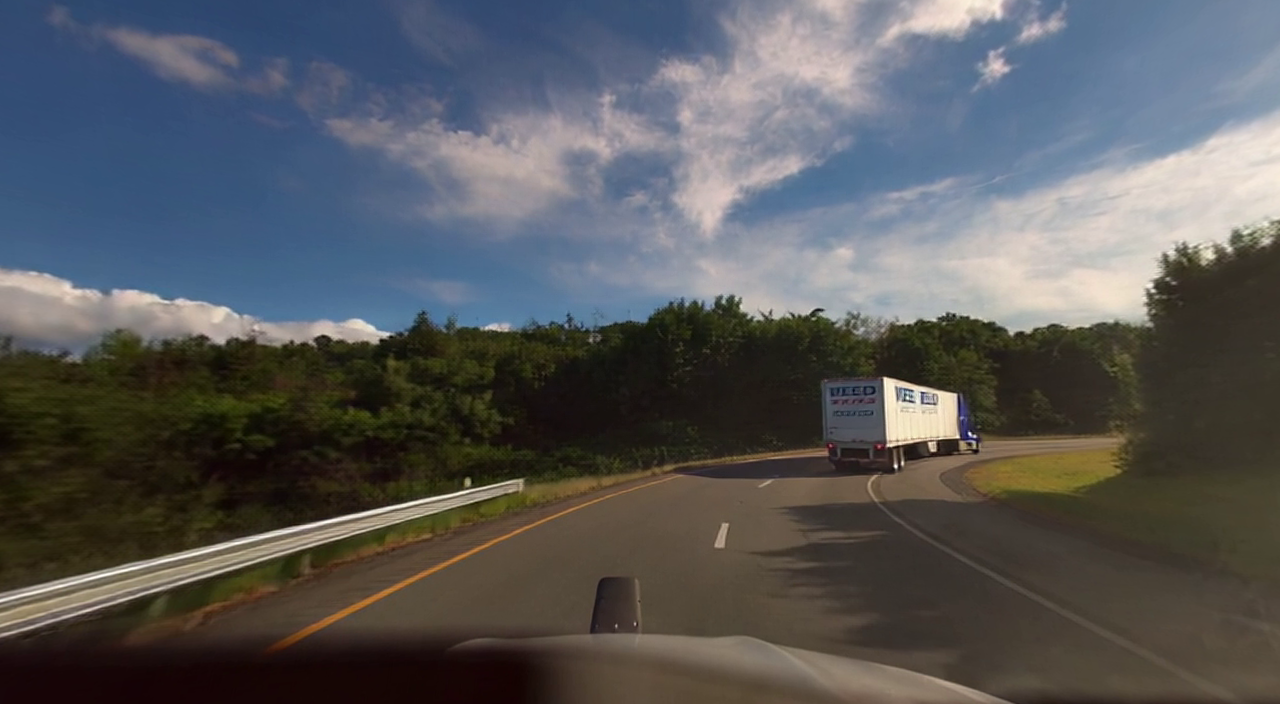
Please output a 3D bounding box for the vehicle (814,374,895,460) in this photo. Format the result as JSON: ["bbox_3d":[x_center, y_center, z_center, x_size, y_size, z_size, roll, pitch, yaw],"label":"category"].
[{"bbox_3d":[10.189,3.143,29.814,2.963,3.771,3.137,-4,-9,29],"label":"vehicle"}]

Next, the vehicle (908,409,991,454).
[{"bbox_3d":[19.157,4.934,38.752,6.650,2.524,2.120,7,-10,-42],"label":"vehicle"}]
